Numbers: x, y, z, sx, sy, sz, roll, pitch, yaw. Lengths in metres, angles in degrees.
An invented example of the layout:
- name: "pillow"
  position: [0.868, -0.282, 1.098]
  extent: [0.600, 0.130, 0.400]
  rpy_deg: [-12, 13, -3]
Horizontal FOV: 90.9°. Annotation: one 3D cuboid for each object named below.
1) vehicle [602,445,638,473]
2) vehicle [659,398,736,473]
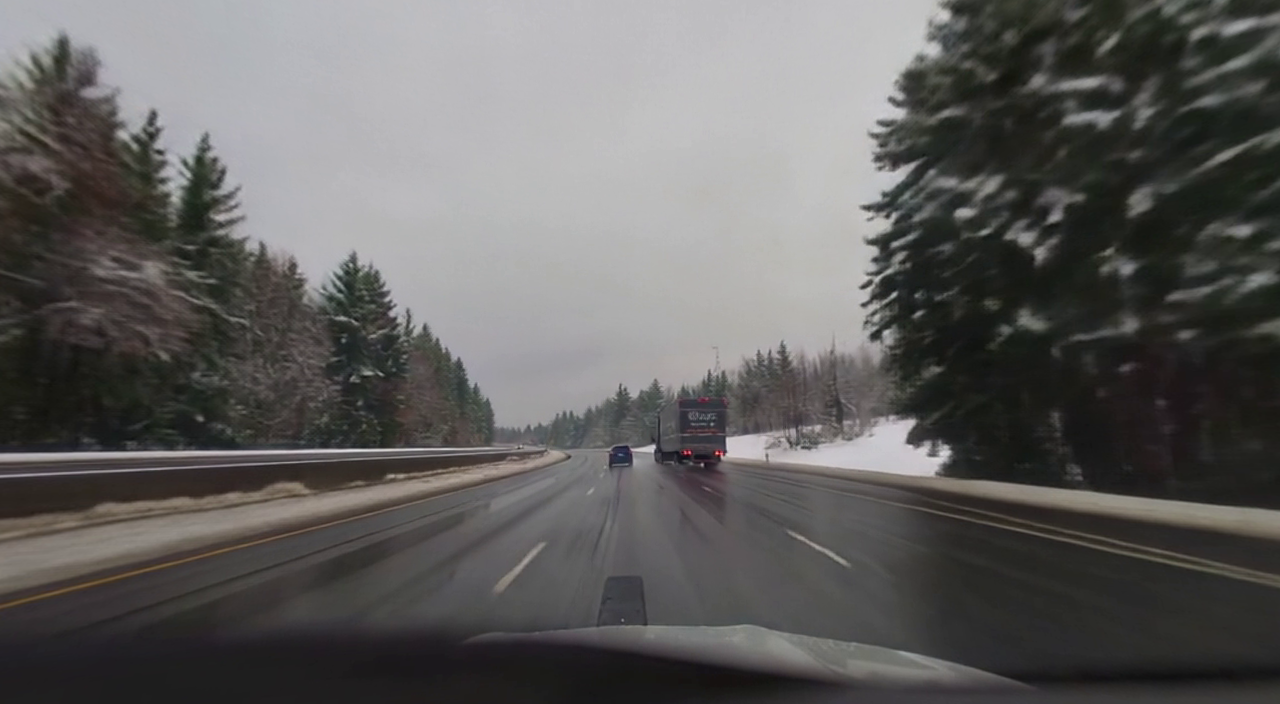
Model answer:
- name: "vehicle"
  position: [-1.121, 5.958, 35.307]
  extent: [1.913, 1.460, 3.610]
  rpy_deg: [0, -9, -2]
- name: "vehicle"
  position: [3.303, 5.582, 41.076]
  extent: [2.951, 4.012, 14.203]
  rpy_deg: [0, -9, -3]
